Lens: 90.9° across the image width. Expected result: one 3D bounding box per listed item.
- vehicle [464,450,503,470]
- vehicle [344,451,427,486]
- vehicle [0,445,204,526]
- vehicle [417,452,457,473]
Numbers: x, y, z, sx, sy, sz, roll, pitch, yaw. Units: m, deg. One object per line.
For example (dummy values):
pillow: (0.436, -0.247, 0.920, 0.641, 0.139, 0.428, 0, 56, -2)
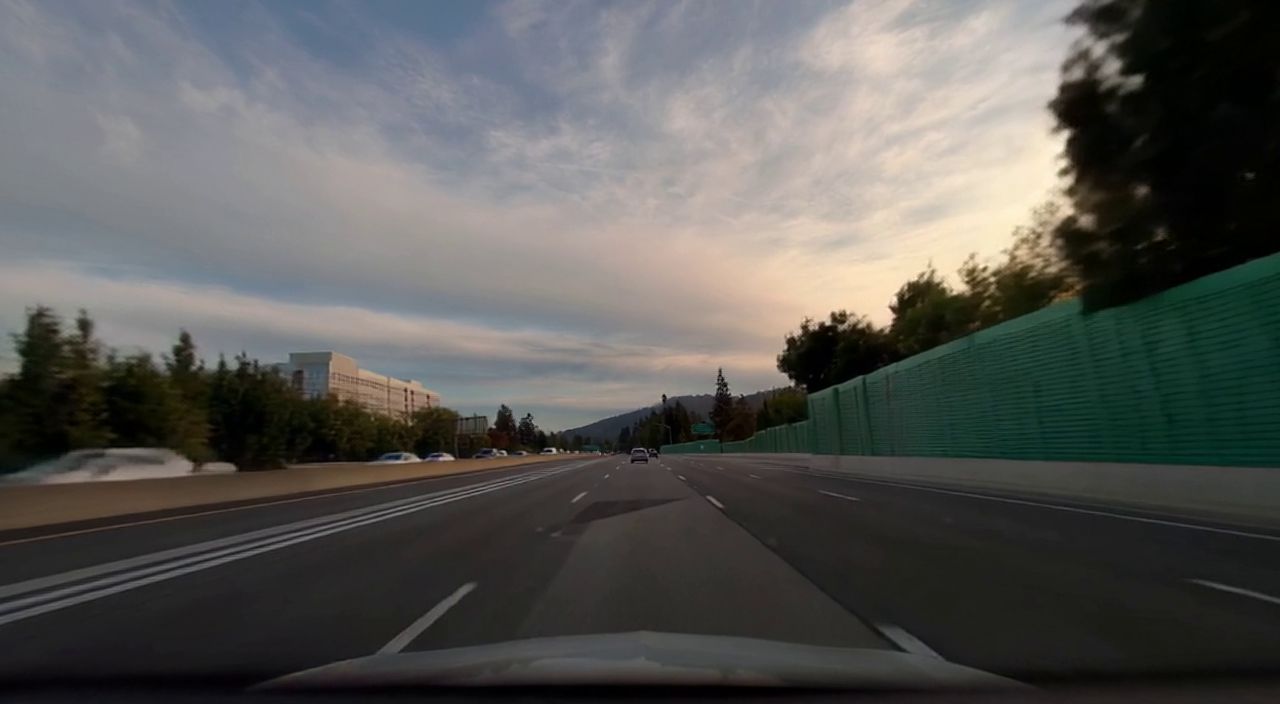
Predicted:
vehicle: (-11.791, 8.159, 47.771, 1.852, 1.455, 4.006, 0, -9, 1)
vehicle: (-11.232, 5.153, 28.127, 1.902, 1.426, 4.345, 0, -9, 0)
vehicle: (-12.072, 2.853, 13.990, 1.863, 1.492, 4.026, 0, -9, 0)
vehicle: (-15.990, 8.676, 49.753, 1.812, 1.528, 3.947, 0, -9, 0)
